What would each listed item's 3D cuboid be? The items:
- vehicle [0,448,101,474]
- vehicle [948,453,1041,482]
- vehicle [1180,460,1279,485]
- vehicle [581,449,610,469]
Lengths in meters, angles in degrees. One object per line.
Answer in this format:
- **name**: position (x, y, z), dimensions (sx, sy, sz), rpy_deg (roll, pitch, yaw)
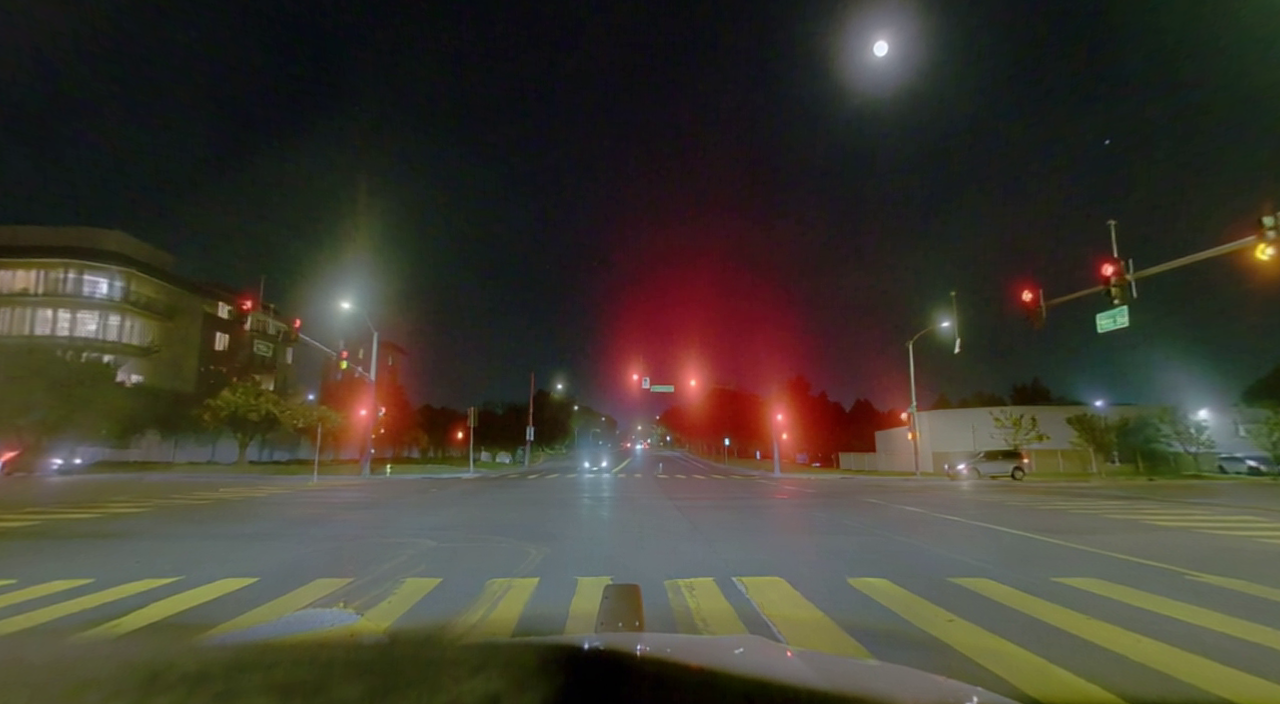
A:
- **vehicle**: position (-35.129, 6.423, 37.189), dimensions (4.741, 1.447, 1.807), rpy_deg (0, -9, 0)
- **vehicle**: position (21.102, 6.862, 37.589), dimensions (4.447, 1.623, 1.801), rpy_deg (0, -9, -3)
- **vehicle**: position (36.226, 7.310, 38.297), dimensions (4.976, 1.428, 1.929), rpy_deg (0, -8, -2)
- **vehicle**: position (-3.438, 8.359, 49.215), dimensions (1.908, 1.441, 4.142), rpy_deg (0, -8, 1)
